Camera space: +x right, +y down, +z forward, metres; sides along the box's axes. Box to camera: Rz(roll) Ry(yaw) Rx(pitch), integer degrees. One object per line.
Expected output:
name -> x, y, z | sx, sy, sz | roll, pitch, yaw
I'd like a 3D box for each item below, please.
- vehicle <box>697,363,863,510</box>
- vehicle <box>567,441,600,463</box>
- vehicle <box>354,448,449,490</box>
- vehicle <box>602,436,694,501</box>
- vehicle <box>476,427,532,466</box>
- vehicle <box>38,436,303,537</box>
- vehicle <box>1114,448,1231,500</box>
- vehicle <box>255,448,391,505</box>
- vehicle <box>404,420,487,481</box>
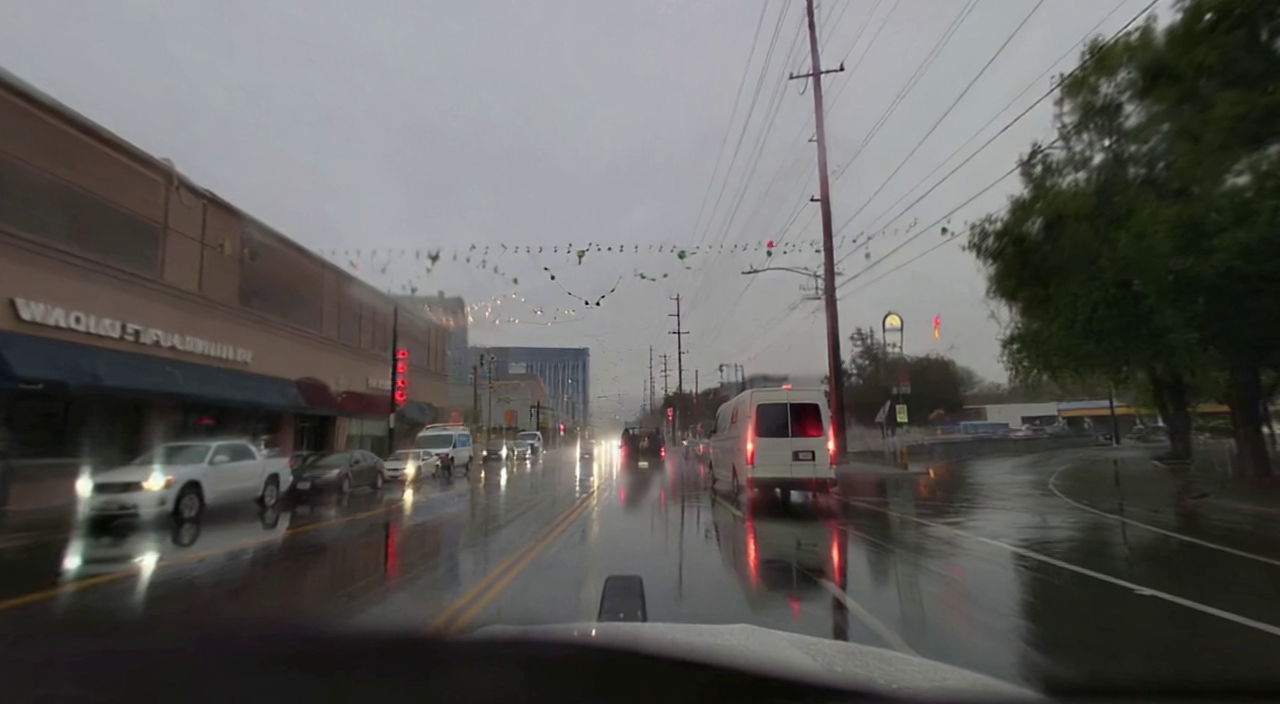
vehicle -> 3.095, 2.180, 16.082 | 2.419, 2.927, 6.907 | 0, -8, -2
vehicle -> -3.956, 7.056, 44.727 | 1.974, 1.484, 4.400 | 0, -8, -1
vehicle -> -9.402, 4.627, 25.399 | 2.063, 1.481, 4.722 | 0, -8, -1
vehicle -> 0.205, 3.022, 16.812 | 2.112, 1.464, 4.411 | 0, -8, 1
vehicle -> -9.687, 6.813, 45.723 | 2.964, 2.597, 6.437 | 0, -8, -3
vehicle -> -9.502, 2.714, 13.448 | 2.156, 1.745, 4.504 | 0, -8, 0
vehicle -> 17.220, 3.895, 20.704 | 2.058, 1.478, 4.429 | -5, -10, 29
vehicle -> -9.496, 3.723, 19.409 | 1.848, 1.517, 4.452 | 0, -8, 0
vehicle -> -9.535, 4.884, 31.596 | 2.398, 2.723, 5.816 | 0, -8, -1
